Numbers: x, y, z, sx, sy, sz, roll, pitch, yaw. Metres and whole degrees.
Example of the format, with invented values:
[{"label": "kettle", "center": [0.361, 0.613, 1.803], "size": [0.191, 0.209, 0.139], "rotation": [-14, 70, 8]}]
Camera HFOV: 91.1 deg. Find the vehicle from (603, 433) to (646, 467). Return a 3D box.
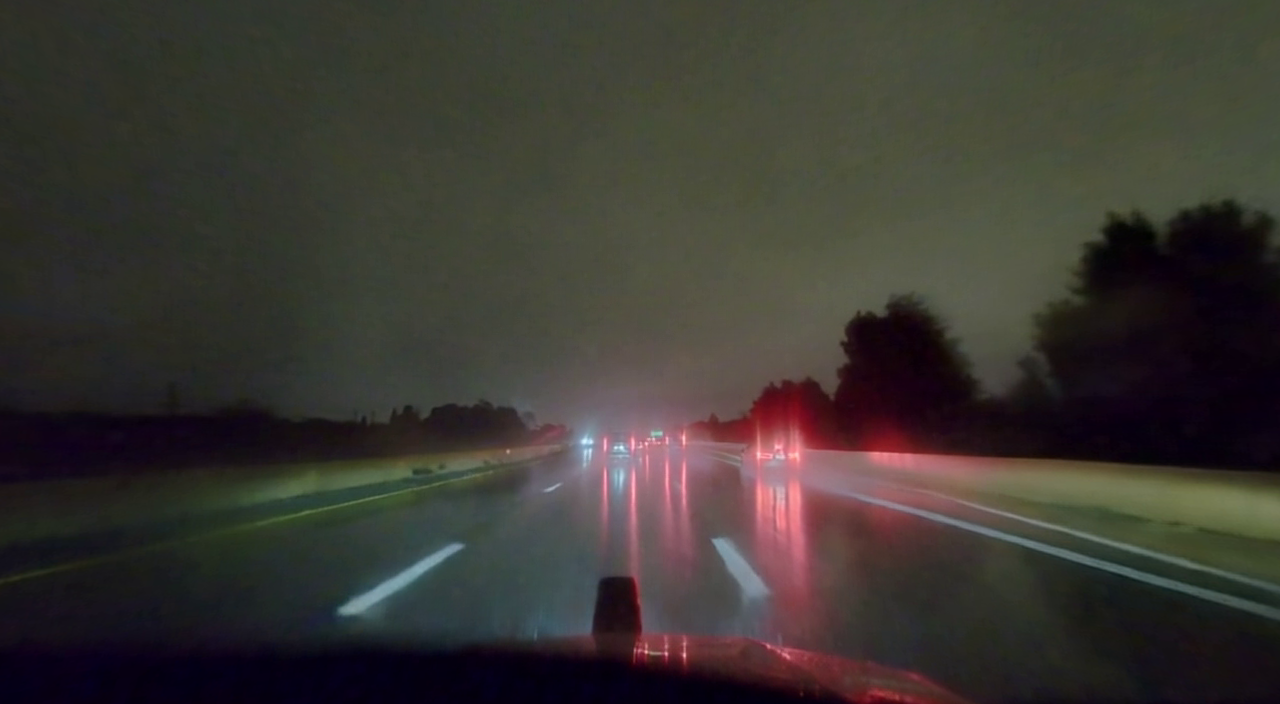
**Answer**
[{"label": "vehicle", "center": [-0.764, 4.956, 31.998], "size": [2.039, 1.589, 4.324], "rotation": [0, -8, 0]}]
